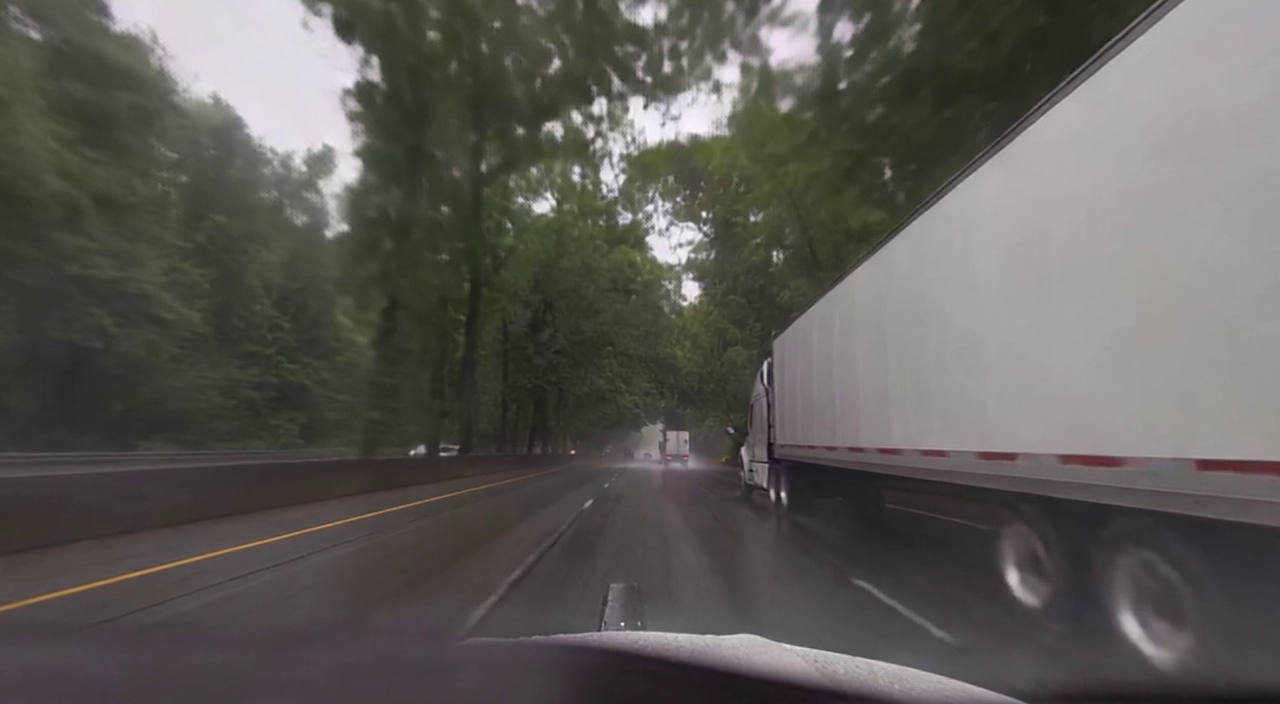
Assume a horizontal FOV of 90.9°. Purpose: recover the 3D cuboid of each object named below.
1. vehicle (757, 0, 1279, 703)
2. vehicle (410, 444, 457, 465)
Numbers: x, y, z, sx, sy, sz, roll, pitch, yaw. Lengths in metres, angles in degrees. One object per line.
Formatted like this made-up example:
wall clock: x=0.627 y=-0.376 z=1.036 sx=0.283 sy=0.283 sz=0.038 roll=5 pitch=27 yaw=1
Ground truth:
vehicle: x=4.153 y=0.526 z=7.684 sx=2.950 sy=4.033 sz=13.276 roll=0 pitch=-9 yaw=0
vehicle: x=-15.059 y=7.503 z=46.175 sx=1.855 sy=1.494 sz=4.724 roll=0 pitch=-9 yaw=0
